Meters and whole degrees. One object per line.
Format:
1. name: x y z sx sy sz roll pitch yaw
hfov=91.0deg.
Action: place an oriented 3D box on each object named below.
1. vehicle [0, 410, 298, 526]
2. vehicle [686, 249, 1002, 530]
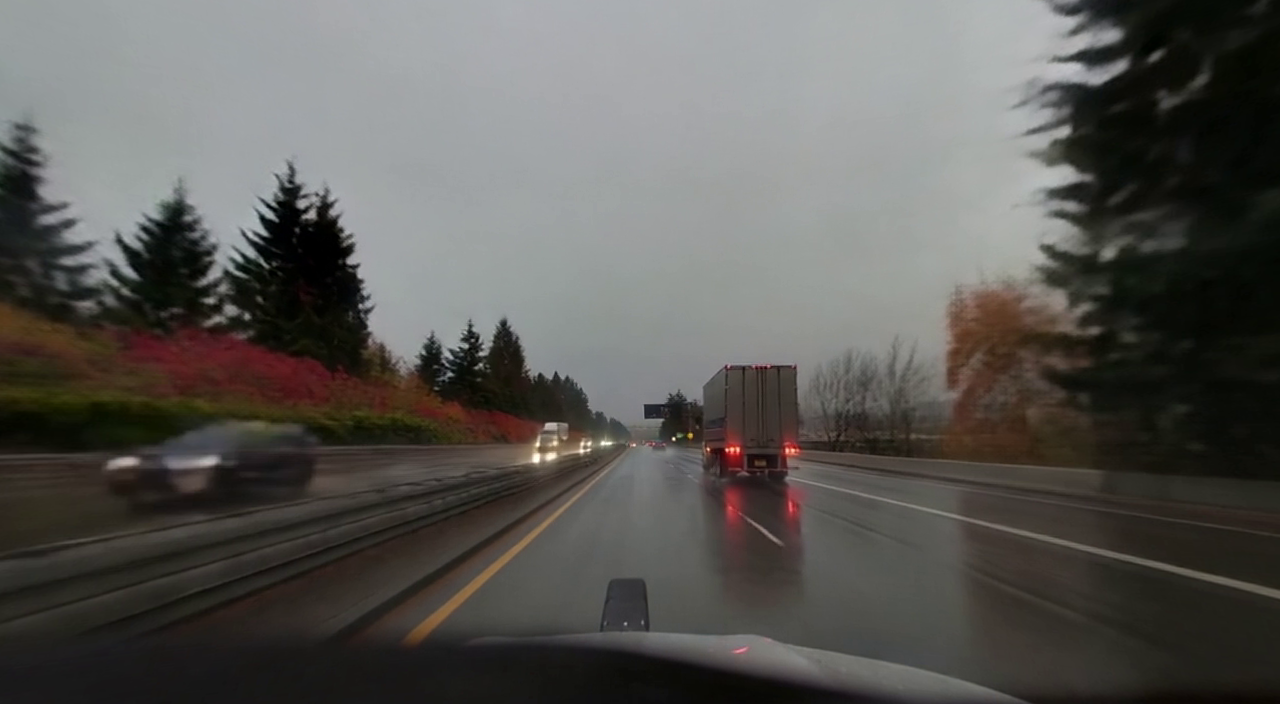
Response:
1. vehicle: -8.207 1.894 10.799 1.986 1.541 4.670 0 -8 1
2. vehicle: 3.570 1.508 16.572 3.691 4.331 13.909 0 -8 0
